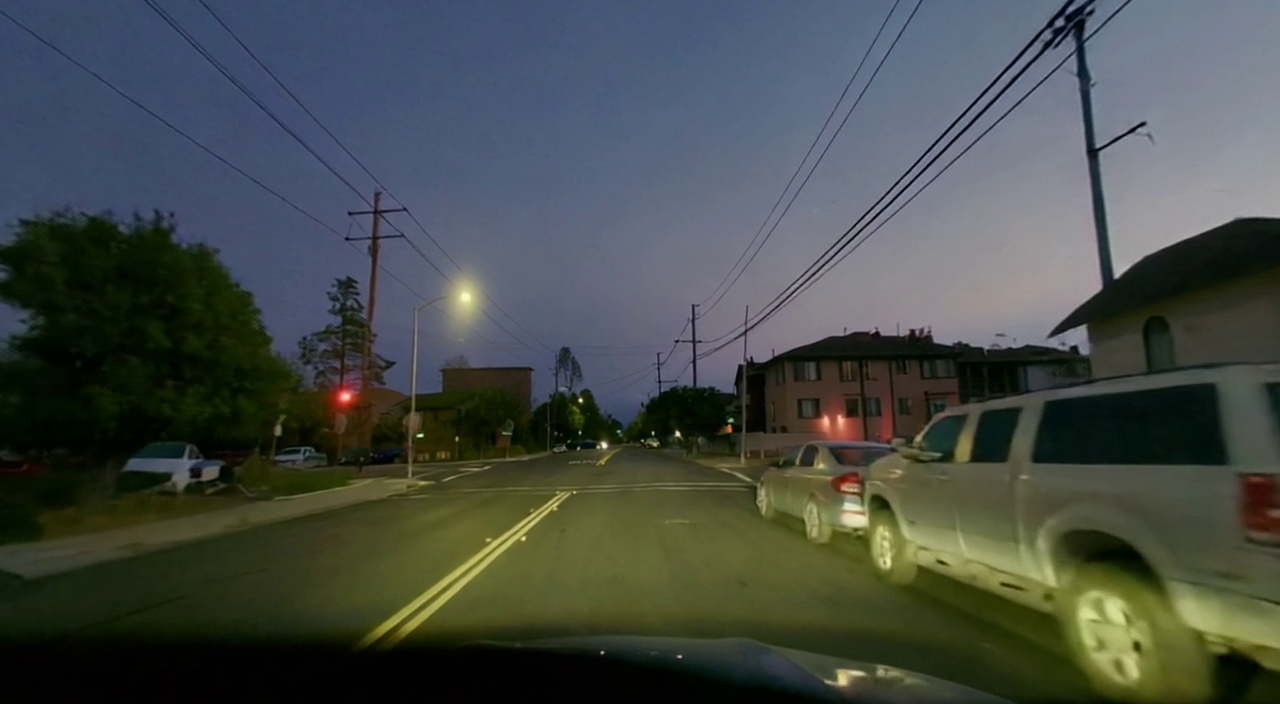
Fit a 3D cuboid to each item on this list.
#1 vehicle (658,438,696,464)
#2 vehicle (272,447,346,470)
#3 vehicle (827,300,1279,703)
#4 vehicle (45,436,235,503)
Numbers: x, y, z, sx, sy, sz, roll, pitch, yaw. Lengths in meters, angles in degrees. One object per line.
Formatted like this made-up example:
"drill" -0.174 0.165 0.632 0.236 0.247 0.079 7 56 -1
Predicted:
"vehicle" 2.318 6.313 40.381 1.999 1.604 4.065 0 -9 -2
"vehicle" -25.157 8.118 48.200 1.814 1.462 4.703 -8 -9 30
"vehicle" 3.164 1.047 4.335 2.146 1.781 4.634 0 -9 -3
"vehicle" -16.888 3.932 21.615 4.822 1.868 2.015 3 -10 -38
